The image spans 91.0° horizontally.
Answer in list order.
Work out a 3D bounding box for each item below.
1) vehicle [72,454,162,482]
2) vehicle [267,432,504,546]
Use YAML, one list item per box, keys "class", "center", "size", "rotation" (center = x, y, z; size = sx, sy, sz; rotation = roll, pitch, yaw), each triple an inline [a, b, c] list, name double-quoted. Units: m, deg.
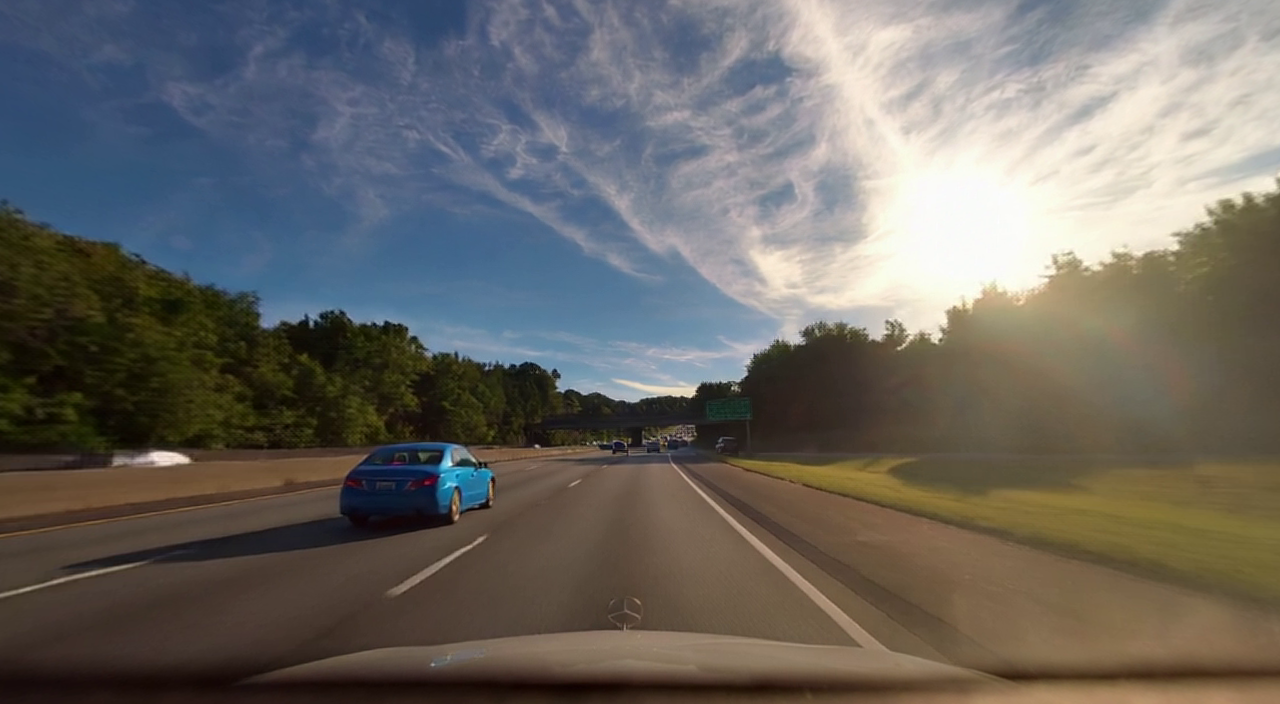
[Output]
- class: "vehicle"
  center: [-34.470, 7.617, 41.660]
  size: [1.832, 1.687, 4.502]
  rotation: [-1, -9, 6]
- class: "vehicle"
  center: [-3.821, 2.136, 10.519]
  size: [1.996, 1.454, 4.495]
  rotation: [-1, -9, 1]
